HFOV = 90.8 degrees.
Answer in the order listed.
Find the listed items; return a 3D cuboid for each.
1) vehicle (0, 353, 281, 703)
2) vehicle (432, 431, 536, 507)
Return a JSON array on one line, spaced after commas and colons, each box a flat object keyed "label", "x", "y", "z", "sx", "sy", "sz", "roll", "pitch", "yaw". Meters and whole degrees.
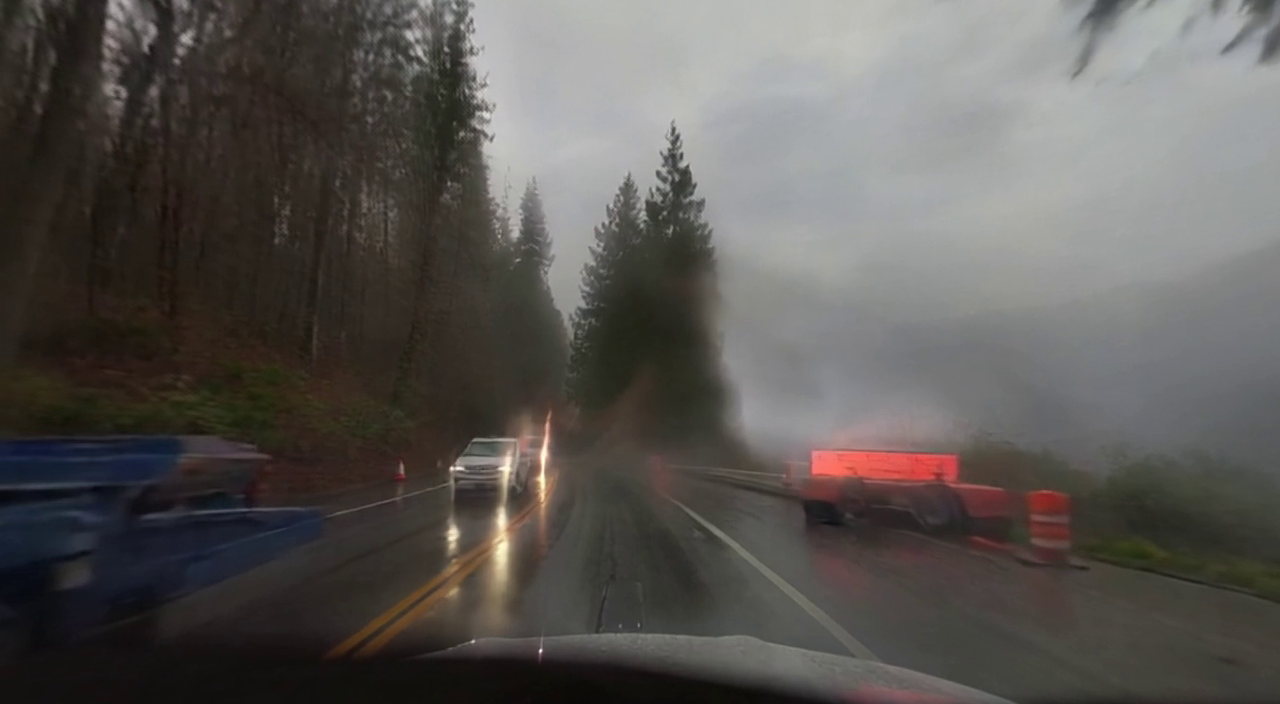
[{"label": "vehicle", "x": -3.619, "y": 0.808, "z": 2.054, "sx": 2.177, "sy": 1.721, "sz": 4.794, "roll": 0, "pitch": -8, "yaw": -2}, {"label": "vehicle", "x": -4.100, "y": 3.123, "z": 17.391, "sx": 2.057, "sy": 1.792, "sz": 4.457, "roll": 1, "pitch": -9, "yaw": -5}]
